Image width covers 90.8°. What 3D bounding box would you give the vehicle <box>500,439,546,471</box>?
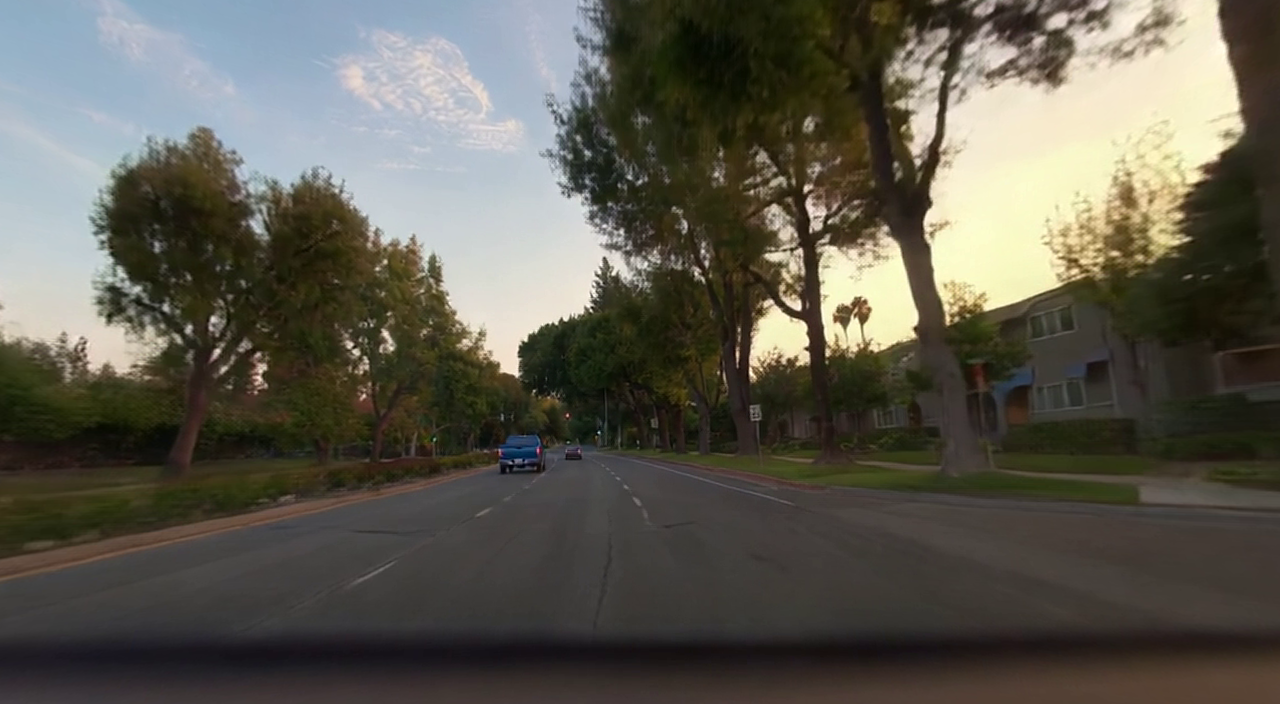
[{"bbox_3d":[-7.356,6.543,40.270,2.267,1.849,6.402,1,-9,-5],"label":"vehicle"}]
